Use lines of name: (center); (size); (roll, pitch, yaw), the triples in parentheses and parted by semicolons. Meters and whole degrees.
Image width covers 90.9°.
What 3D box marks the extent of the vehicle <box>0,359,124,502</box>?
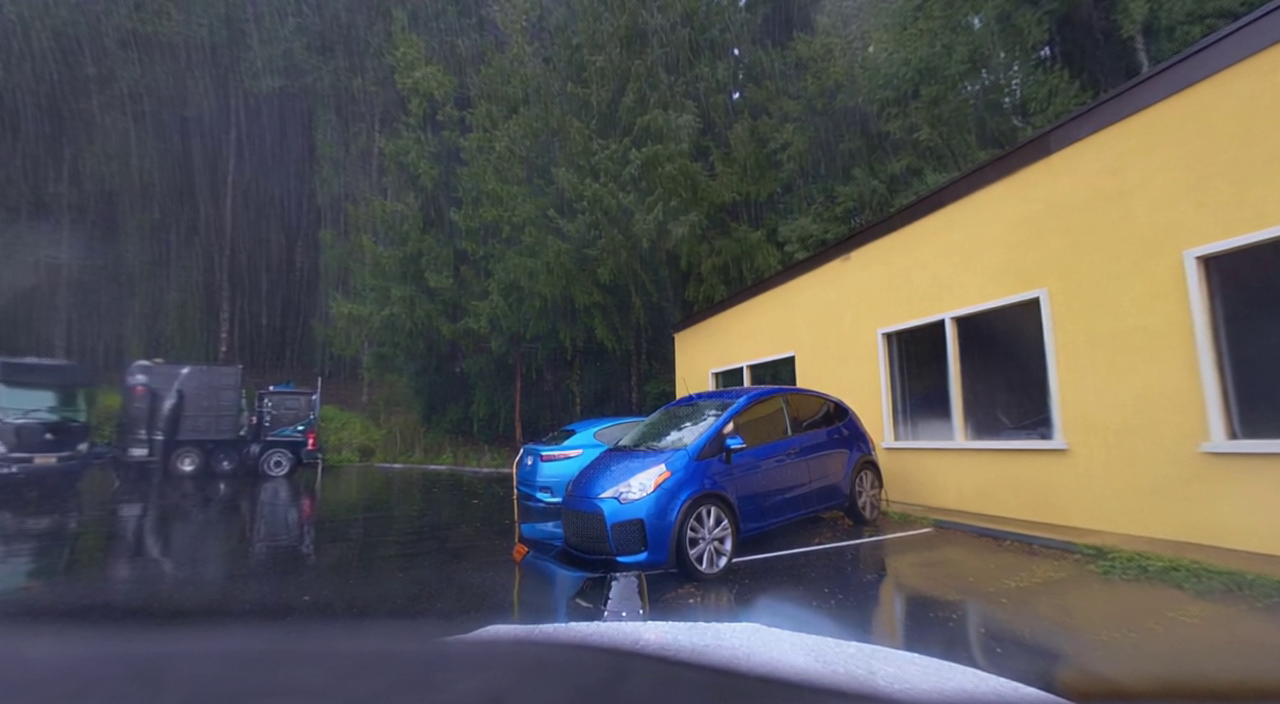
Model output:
vehicle: (-21.974, 2.743, 21.011); (11.512, 3.871, 3.038); (-5, -10, 29)

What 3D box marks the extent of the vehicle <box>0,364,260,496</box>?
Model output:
vehicle: (-19.507, 3.057, 23.711); (11.906, 4.069, 2.948); (-5, -10, 28)

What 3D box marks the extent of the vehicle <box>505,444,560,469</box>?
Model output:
vehicle: (-6.801, 6.652, 40.156); (1.809, 1.506, 3.473); (-4, -10, 24)
